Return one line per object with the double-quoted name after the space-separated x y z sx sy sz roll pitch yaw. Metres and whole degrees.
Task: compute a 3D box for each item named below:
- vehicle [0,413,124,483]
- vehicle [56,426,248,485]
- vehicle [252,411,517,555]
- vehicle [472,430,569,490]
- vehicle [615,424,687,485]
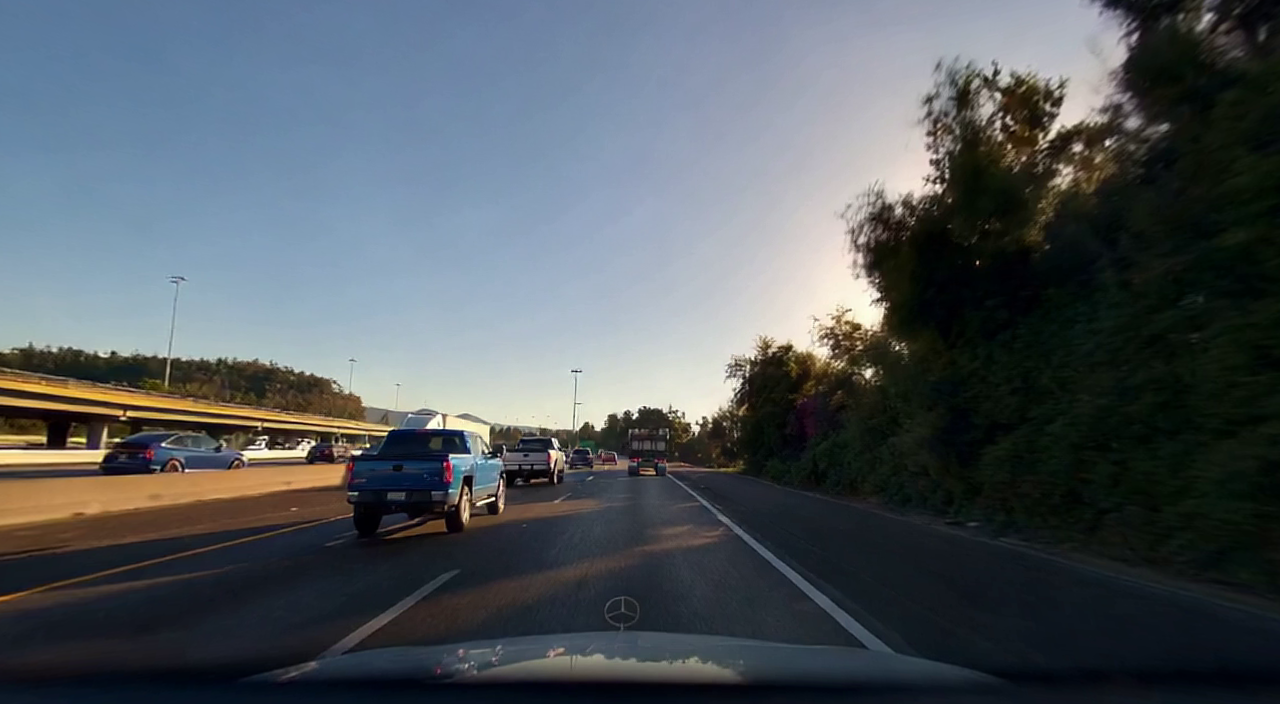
-16.702 2.516 16.542 2.030 1.688 4.755 -1 -9 7 "vehicle"
-13.648 2.929 18.060 1.828 1.482 4.204 -1 -9 6 "vehicle"
-3.797 2.073 10.746 2.303 1.835 5.044 0 -9 1 "vehicle"
-4.331 4.042 24.018 2.575 1.958 5.730 0 -9 0 "vehicle"
0.380 4.744 29.563 2.886 2.471 7.692 0 -9 -1 "vehicle"
